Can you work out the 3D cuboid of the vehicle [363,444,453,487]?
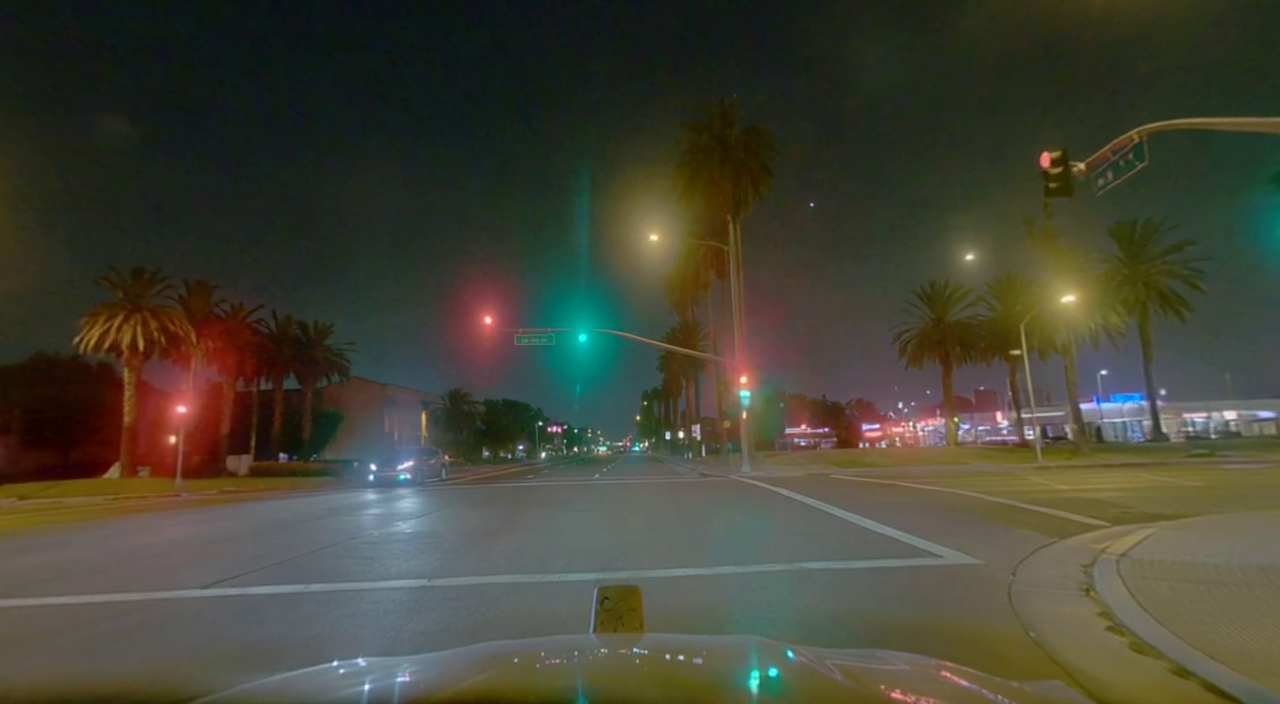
[{"bbox_3d":[-10.740,5.263,29.597,2.270,1.833,4.860,0,-9,1],"label":"vehicle"}]
